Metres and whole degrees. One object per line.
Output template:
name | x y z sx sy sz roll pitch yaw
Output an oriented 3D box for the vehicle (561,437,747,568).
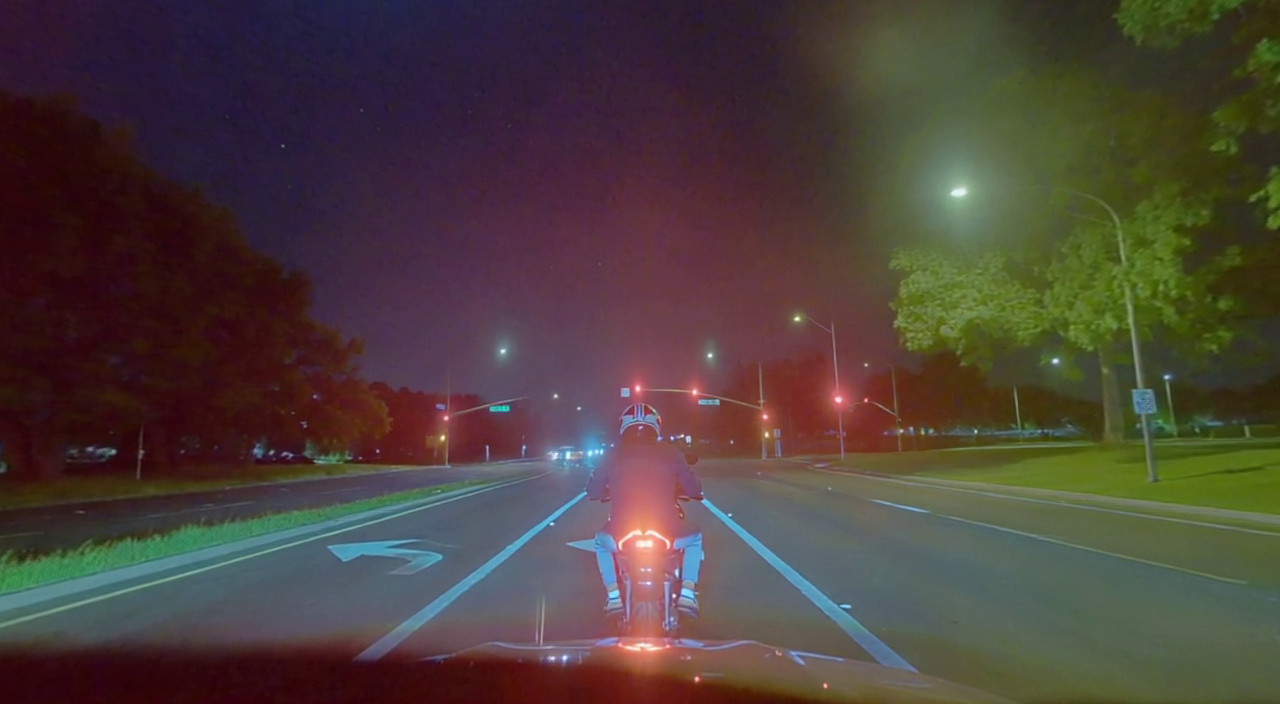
vehicle | 0.120 2.023 9.404 2.093 1.450 4.437 0 -8 -1
